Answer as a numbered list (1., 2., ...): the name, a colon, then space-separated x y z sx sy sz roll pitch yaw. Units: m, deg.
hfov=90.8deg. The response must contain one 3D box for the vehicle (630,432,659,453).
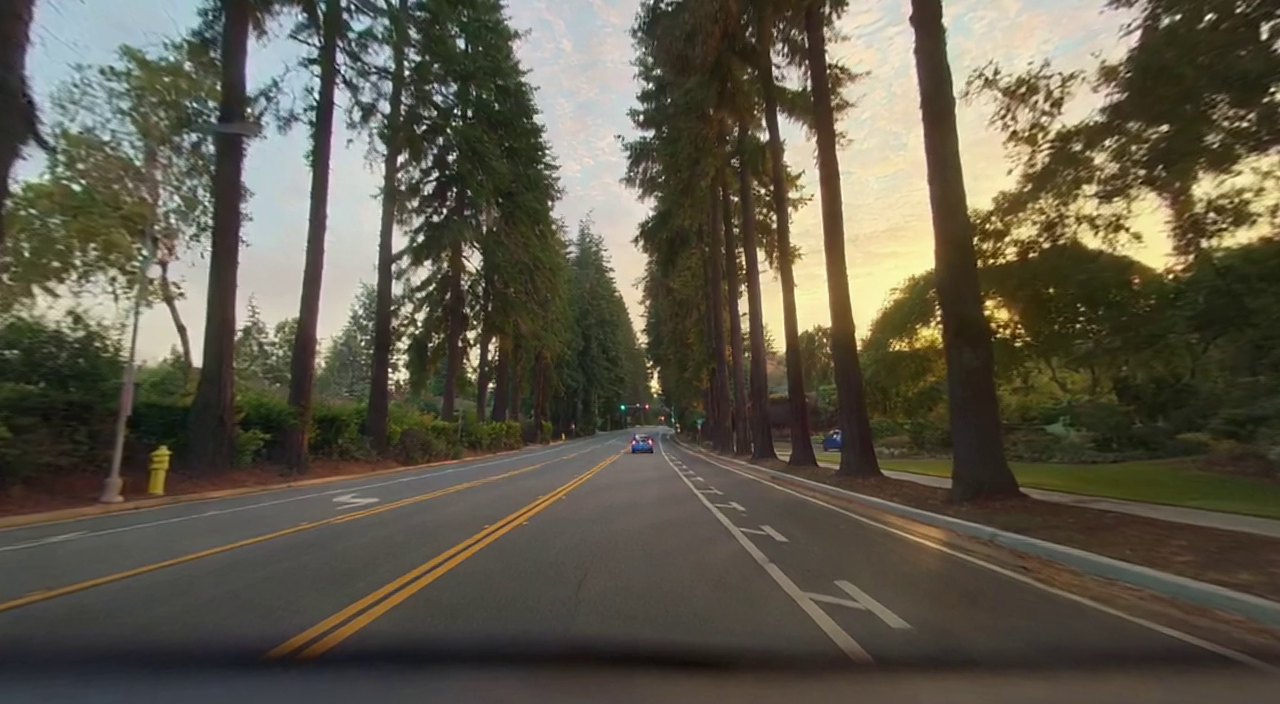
1. vehicle: 0.363 6.873 47.913 2.067 1.486 3.861 0 -9 1

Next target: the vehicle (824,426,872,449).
1. vehicle: 14.021 5.757 42.793 1.762 1.479 4.546 0 -7 1
